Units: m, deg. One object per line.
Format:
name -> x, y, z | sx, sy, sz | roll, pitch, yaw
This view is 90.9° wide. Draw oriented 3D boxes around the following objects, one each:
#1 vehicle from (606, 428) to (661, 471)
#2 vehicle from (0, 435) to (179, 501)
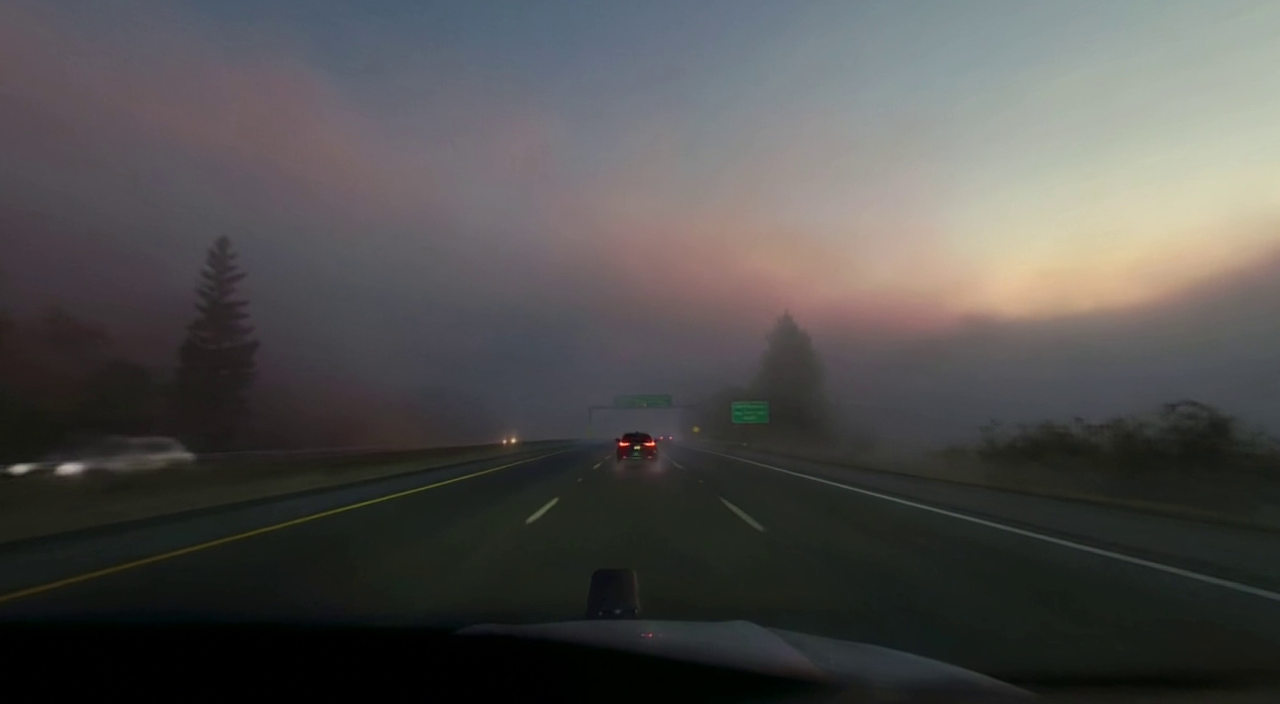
vehicle -> -0.269, 3.948, 25.732 | 2.094, 1.600, 3.666 | 0, -8, -1
vehicle -> -15.784, 3.210, 17.997 | 1.992, 1.625, 4.290 | 0, -8, 0
